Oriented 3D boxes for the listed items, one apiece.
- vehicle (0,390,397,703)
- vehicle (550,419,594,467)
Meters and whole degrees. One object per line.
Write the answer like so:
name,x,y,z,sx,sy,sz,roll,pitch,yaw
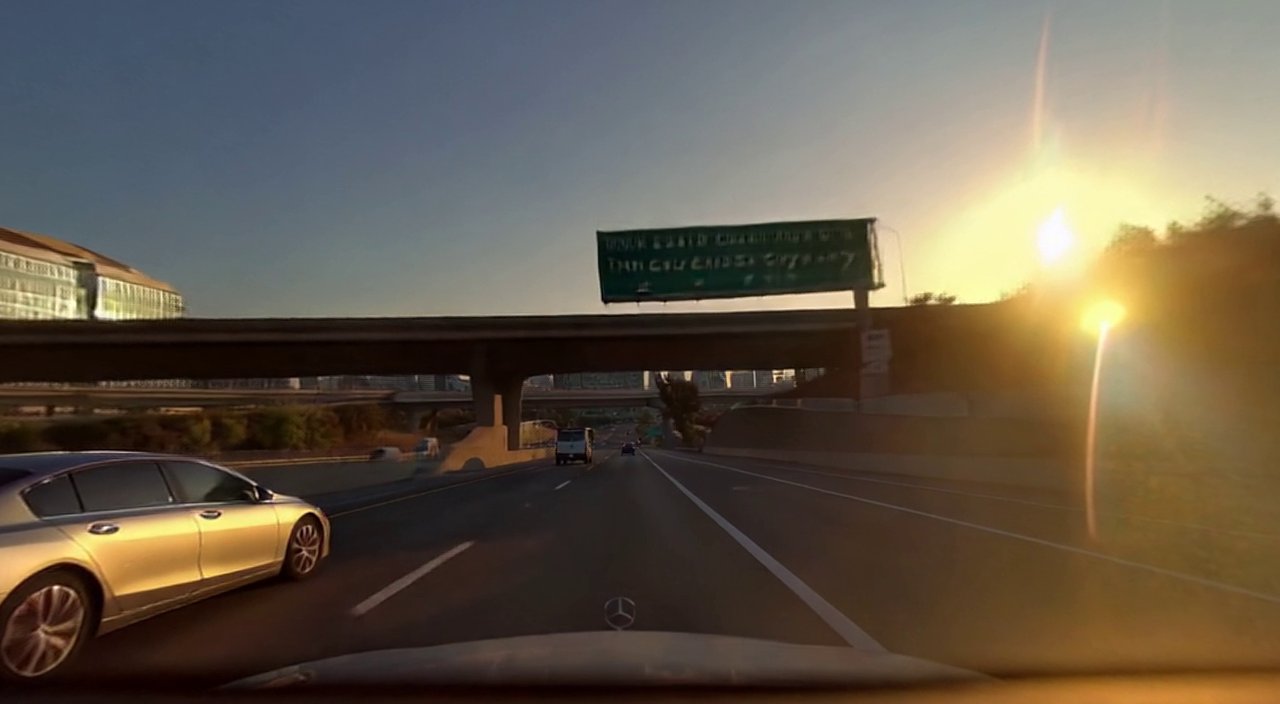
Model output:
vehicle,-3.826,1.275,4.939,2.025,1.556,4.594,0,-8,0
vehicle,-4.410,6.078,42.139,2.364,2.953,6.732,0,-8,-1
